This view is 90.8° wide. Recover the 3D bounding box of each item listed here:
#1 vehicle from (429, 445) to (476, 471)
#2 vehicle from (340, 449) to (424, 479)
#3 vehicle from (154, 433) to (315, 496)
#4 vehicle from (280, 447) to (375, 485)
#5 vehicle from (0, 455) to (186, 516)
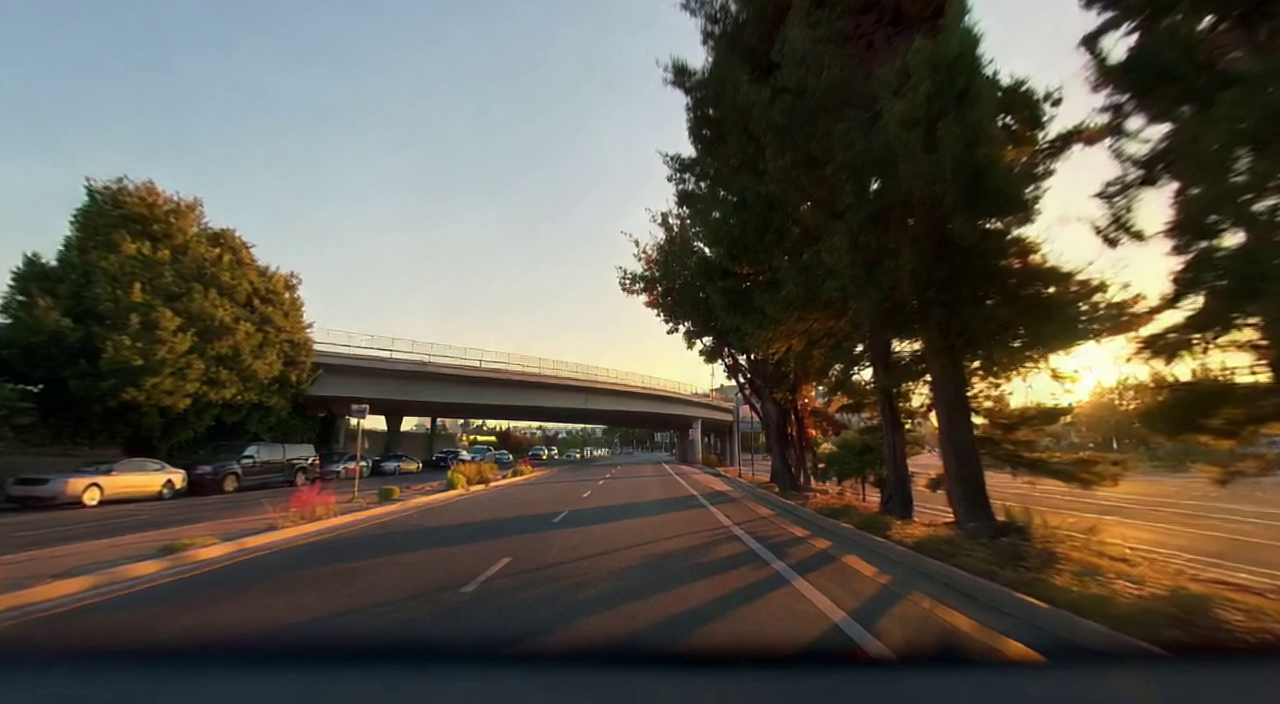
[{"bbox_3d":[-13.391,7.571,45.395,1.903,1.703,4.346,1,-9,1],"label":"vehicle"},{"bbox_3d":[-13.896,6.047,34.467,2.155,1.477,5.369,-1,-8,3],"label":"vehicle"},{"bbox_3d":[-14.397,4.080,22.963,2.074,1.910,5.314,3,-10,2],"label":"vehicle"},{"bbox_3d":[-13.976,5.114,28.597,1.908,1.559,4.301,0,-9,3],"label":"vehicle"},{"bbox_3d":[-14.654,3.458,16.853,1.875,1.353,4.075,1,-9,2],"label":"vehicle"}]
